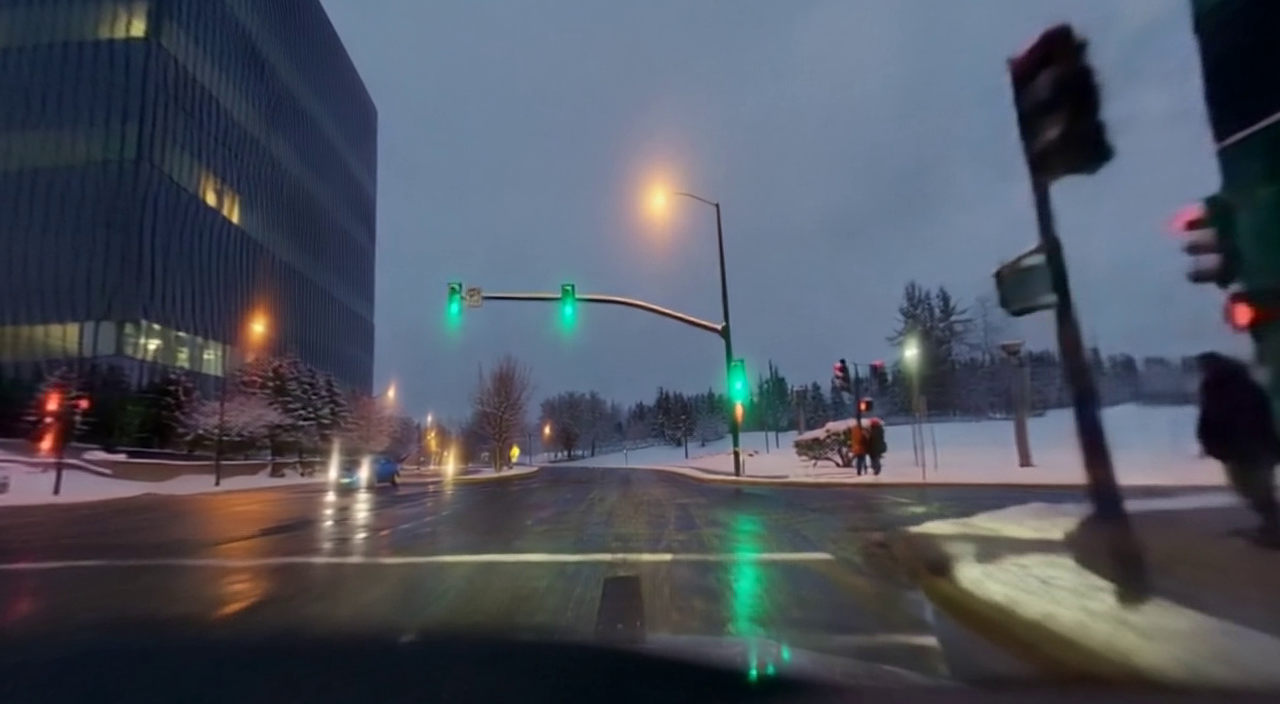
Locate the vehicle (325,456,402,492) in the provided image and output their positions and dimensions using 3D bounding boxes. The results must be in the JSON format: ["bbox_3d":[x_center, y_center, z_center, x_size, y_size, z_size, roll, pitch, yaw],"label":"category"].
[{"bbox_3d":[-12.840,5.659,29.560,1.906,1.502,4.396,1,-9,-5],"label":"vehicle"}]
